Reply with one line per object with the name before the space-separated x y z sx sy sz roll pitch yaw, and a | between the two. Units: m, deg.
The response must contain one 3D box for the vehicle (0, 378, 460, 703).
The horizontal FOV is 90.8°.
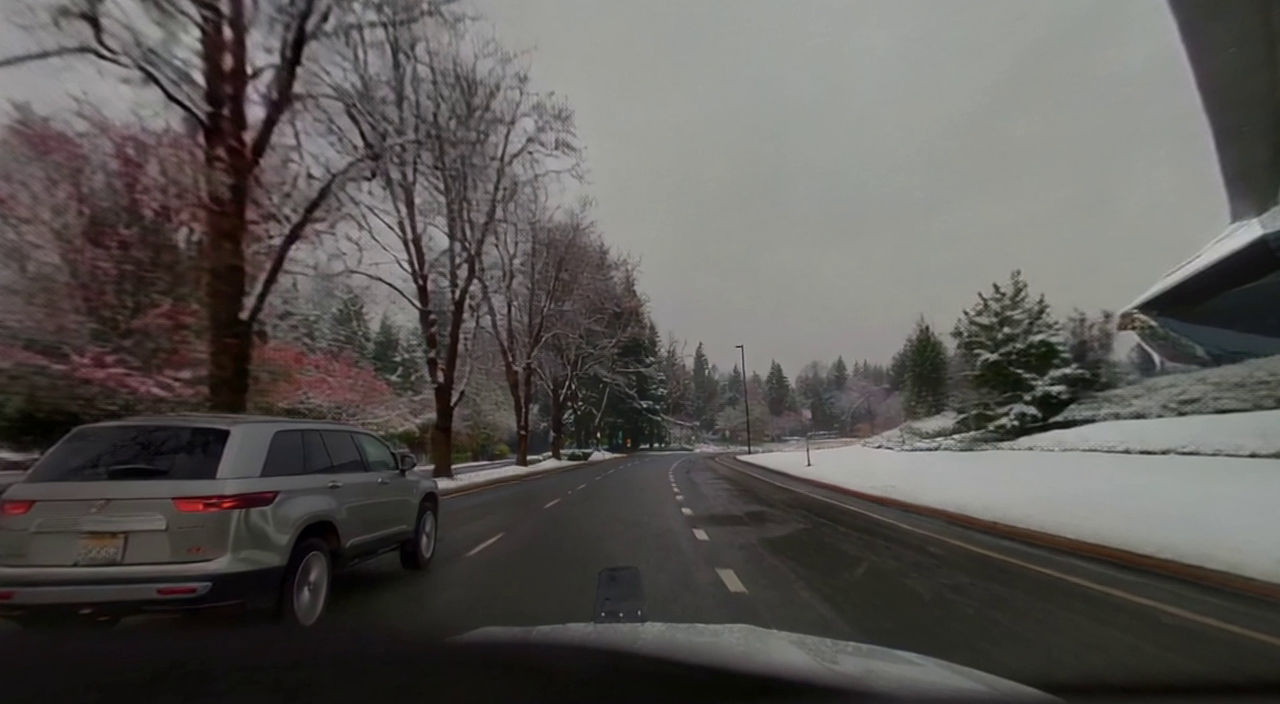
vehicle | -3.272 1.314 5.401 2.067 1.700 4.561 0 -8 1
